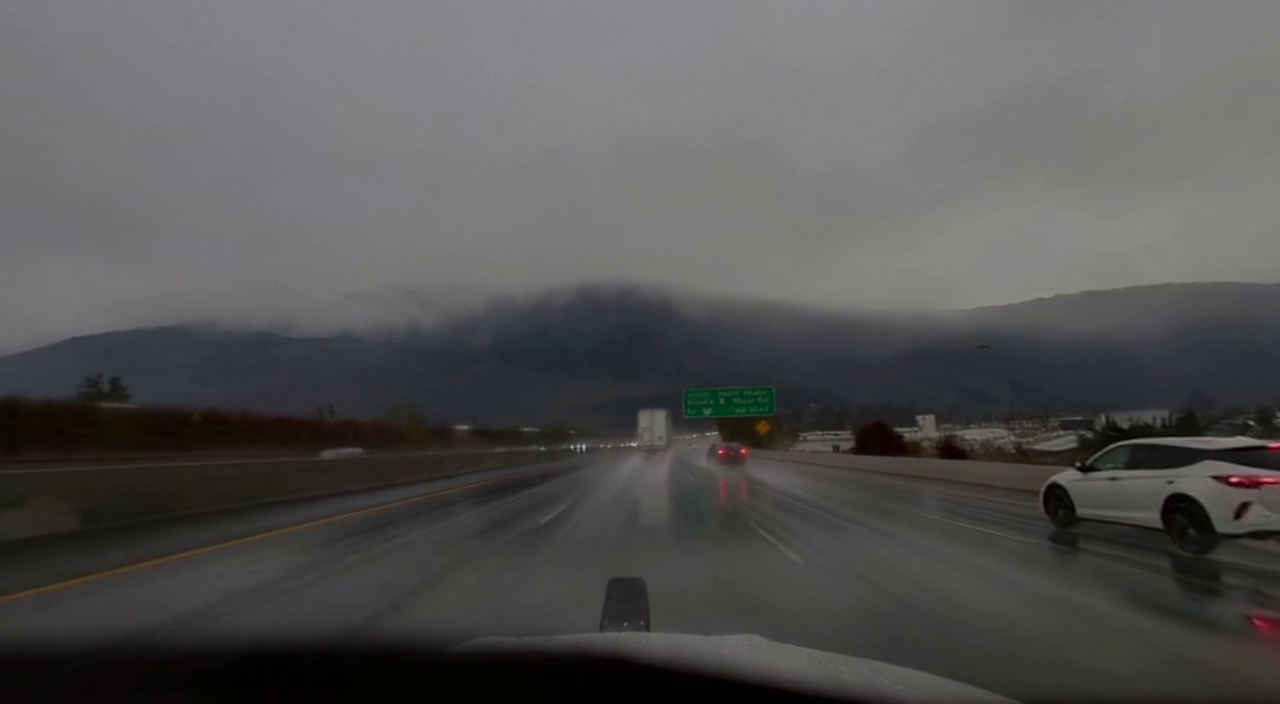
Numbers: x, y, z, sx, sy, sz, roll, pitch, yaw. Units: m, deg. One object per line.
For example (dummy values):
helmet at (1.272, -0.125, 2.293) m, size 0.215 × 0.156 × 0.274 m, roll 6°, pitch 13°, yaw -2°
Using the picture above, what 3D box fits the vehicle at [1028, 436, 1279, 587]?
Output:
vehicle at (7.184, 1.808, 7.894) m, size 1.982 × 1.440 × 4.171 m, roll 0°, pitch -9°, yaw 0°

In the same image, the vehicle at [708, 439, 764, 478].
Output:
vehicle at (4.237, 4.752, 28.441) m, size 1.880 × 1.624 × 3.941 m, roll 0°, pitch -9°, yaw 0°

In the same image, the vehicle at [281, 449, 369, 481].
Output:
vehicle at (-15.698, 5.630, 31.719) m, size 1.914 × 1.491 × 4.688 m, roll 0°, pitch -9°, yaw 2°
